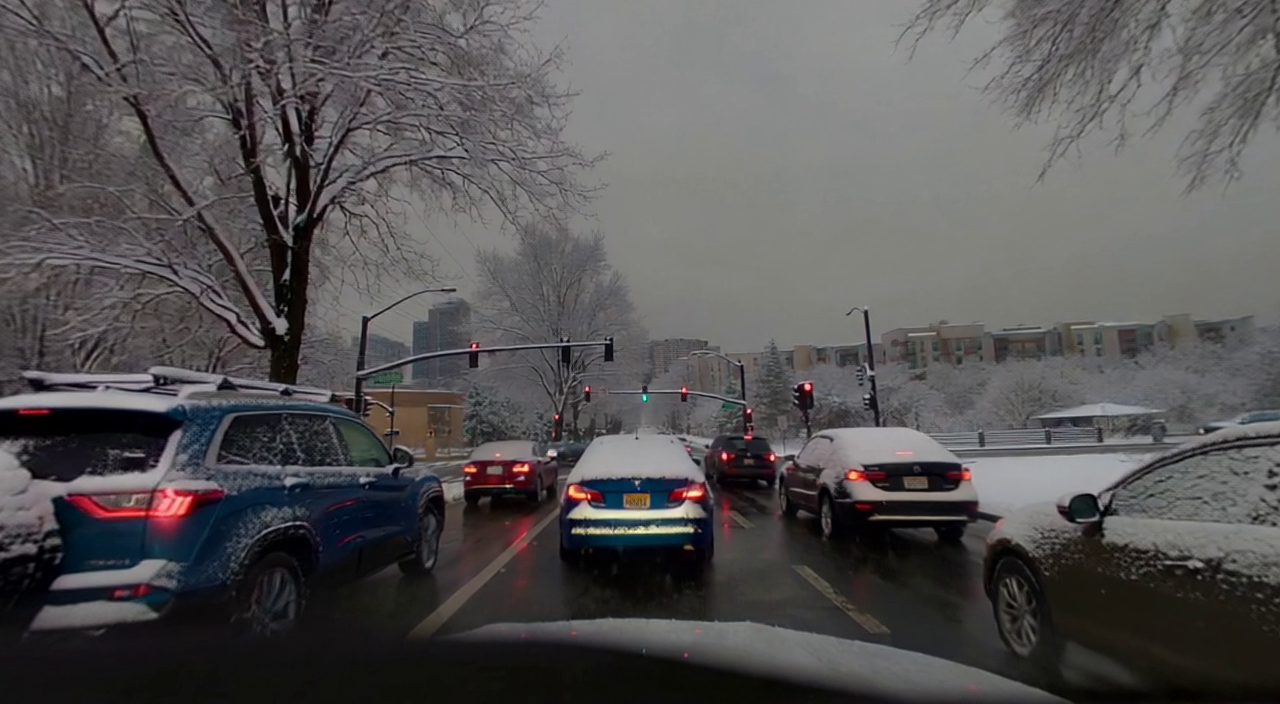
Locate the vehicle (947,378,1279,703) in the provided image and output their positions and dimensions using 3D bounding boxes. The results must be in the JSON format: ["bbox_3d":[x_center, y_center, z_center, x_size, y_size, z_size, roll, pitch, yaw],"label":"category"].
[{"bbox_3d":[3.323,0.966,2.829,1.899,1.588,3.888,0,-8,0],"label":"vehicle"}]

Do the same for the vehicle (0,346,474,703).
[{"bbox_3d":[-3.134,1.188,5.204,2.168,1.750,4.625,-1,-9,1],"label":"vehicle"}]

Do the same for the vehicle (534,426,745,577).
[{"bbox_3d":[-0.025,1.822,8.452,2.147,1.507,3.953,0,-8,-1],"label":"vehicle"}]

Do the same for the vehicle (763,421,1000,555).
[{"bbox_3d":[3.435,2.020,10.081,2.040,1.647,4.379,0,-8,0],"label":"vehicle"}]
